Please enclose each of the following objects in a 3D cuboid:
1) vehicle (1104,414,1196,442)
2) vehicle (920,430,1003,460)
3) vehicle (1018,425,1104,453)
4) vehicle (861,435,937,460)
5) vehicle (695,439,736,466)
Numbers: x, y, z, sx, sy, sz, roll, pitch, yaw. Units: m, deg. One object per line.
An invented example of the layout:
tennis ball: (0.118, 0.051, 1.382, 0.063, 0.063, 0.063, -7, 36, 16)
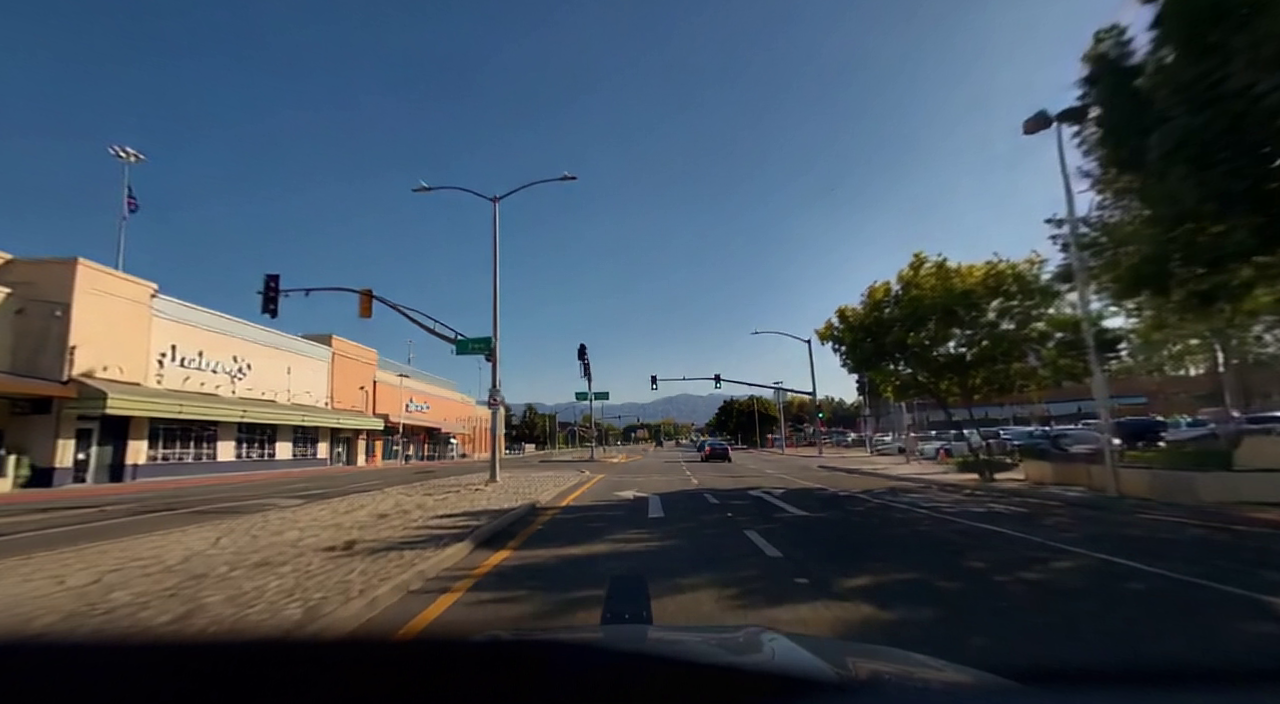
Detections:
vehicle: (36.405, 5.420, 45.054, 4.687, 1.902, 2.162, 0, -8, -1)
vehicle: (21.022, 6.089, 41.319, 4.341, 1.845, 1.984, 0, -8, 0)
vehicle: (27.608, 5.704, 41.378, 4.280, 1.734, 1.964, 0, -8, -6)
vehicle: (18.311, 6.759, 44.748, 4.491, 1.702, 2.094, -1, -8, 4)
vehicle: (4.575, 6.141, 38.652, 2.038, 1.528, 4.259, 0, -8, 1)
